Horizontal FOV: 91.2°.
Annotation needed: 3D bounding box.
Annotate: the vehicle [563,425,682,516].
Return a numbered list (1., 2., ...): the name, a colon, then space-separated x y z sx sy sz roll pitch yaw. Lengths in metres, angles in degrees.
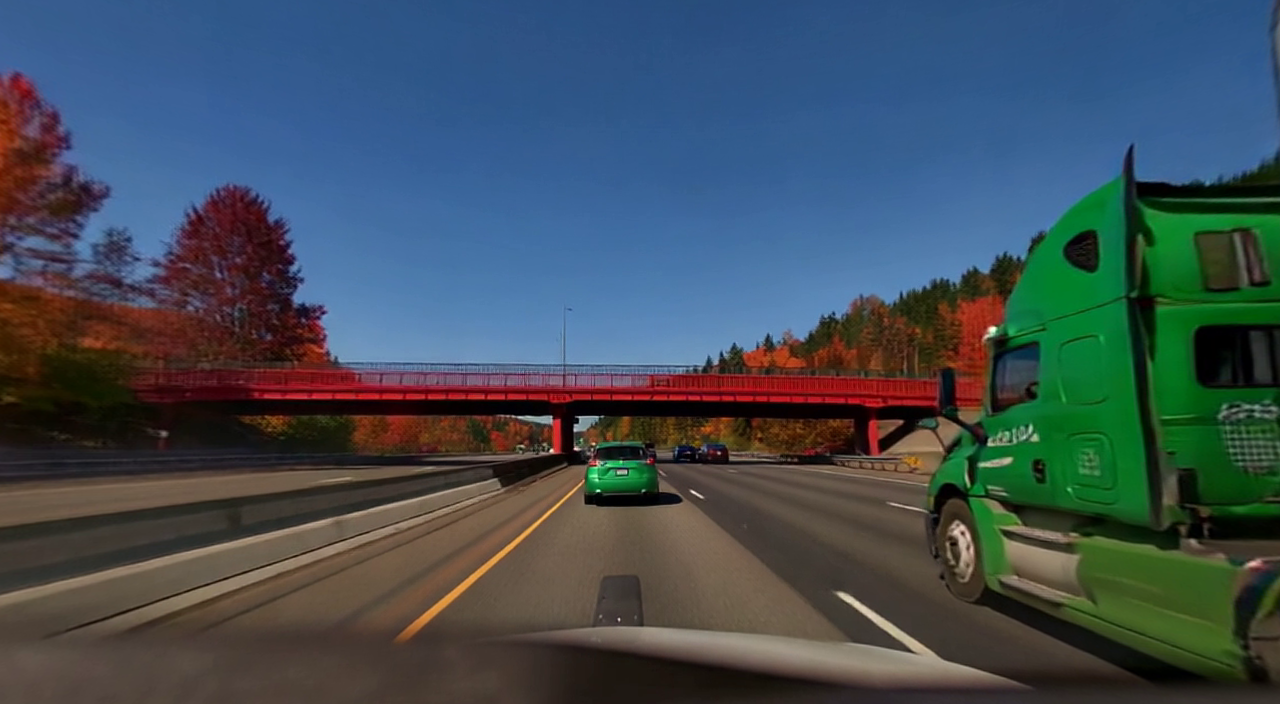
1. vehicle: -0.342 2.575 14.034 2.259 1.699 4.015 0 -9 0

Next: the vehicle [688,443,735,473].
1. vehicle: 3.706 5.541 32.980 1.894 1.487 3.751 0 -9 -2

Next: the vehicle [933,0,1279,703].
1. vehicle: 4.235 -0.410 1.087 2.992 3.920 8.831 0 -9 -1
